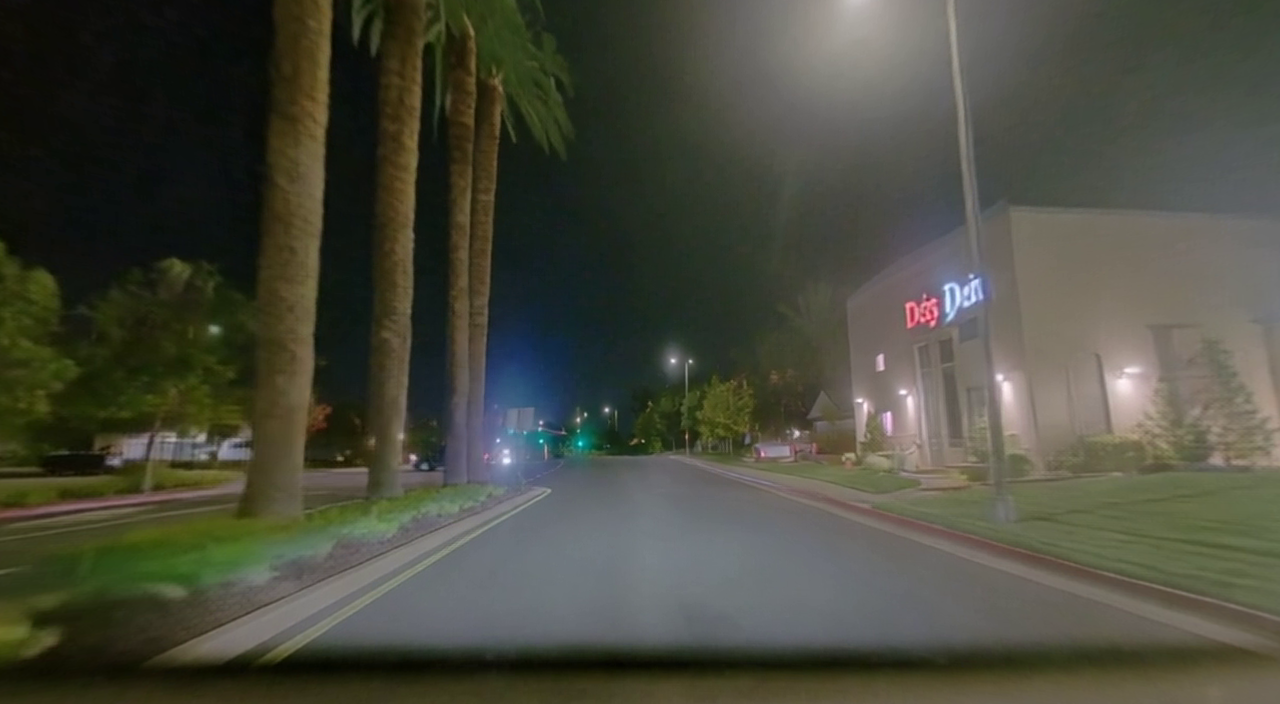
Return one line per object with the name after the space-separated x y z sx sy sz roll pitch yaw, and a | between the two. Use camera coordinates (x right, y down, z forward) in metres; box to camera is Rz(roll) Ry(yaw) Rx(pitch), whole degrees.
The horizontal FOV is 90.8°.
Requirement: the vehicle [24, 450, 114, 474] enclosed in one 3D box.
-37.823 7.270 42.049 1.919 1.502 4.695 1 -9 -6 | vehicle

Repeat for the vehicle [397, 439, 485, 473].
-11.661 6.070 37.037 4.651 1.863 2.174 -5 -10 27 | vehicle
